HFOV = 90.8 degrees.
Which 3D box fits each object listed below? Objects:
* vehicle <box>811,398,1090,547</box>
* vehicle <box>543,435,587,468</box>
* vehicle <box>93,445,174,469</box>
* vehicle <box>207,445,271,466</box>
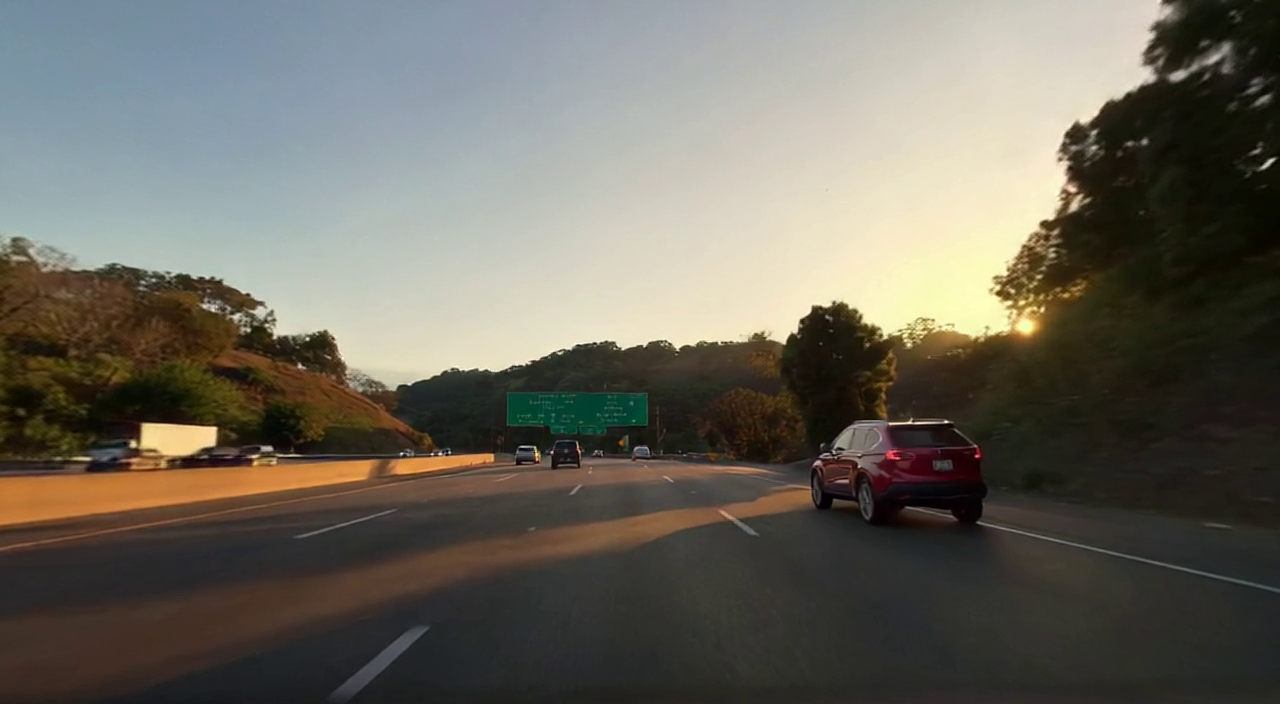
[{"bbox_3d":[4.660,1.919,10.603,2.103,1.903,4.837,0,-9,-2],"label":"vehicle"},{"bbox_3d":[-5.066,6.863,43.649,2.537,2.121,5.251,0,-9,-2],"label":"vehicle"},{"bbox_3d":[-32.587,6.774,40.806,2.008,1.479,3.987,1,-9,-3],"label":"vehicle"},{"bbox_3d":[-29.844,7.681,47.178,1.954,1.483,4.712,1,-9,-4],"label":"vehicle"}]
